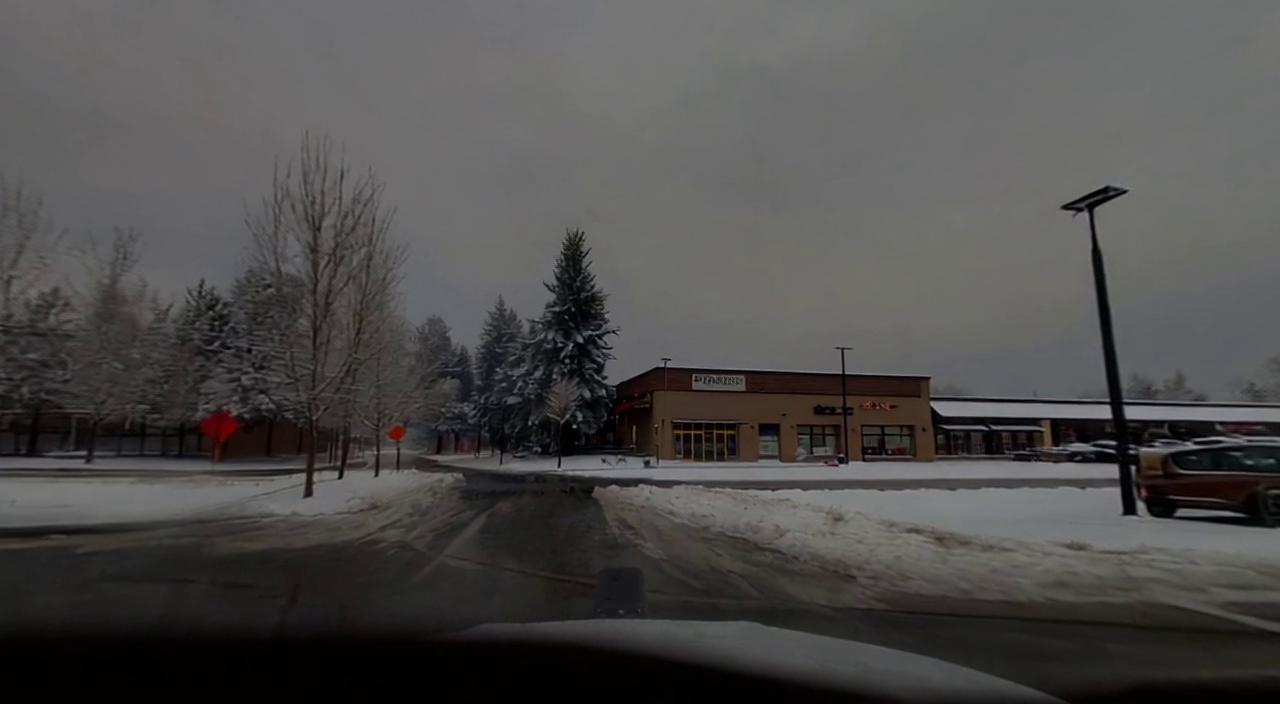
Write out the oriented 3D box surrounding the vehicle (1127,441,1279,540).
[{"bbox_3d":[10.980,2.178,9.995,2.140,1.507,4.856,2,-9,-11],"label":"vehicle"}]
